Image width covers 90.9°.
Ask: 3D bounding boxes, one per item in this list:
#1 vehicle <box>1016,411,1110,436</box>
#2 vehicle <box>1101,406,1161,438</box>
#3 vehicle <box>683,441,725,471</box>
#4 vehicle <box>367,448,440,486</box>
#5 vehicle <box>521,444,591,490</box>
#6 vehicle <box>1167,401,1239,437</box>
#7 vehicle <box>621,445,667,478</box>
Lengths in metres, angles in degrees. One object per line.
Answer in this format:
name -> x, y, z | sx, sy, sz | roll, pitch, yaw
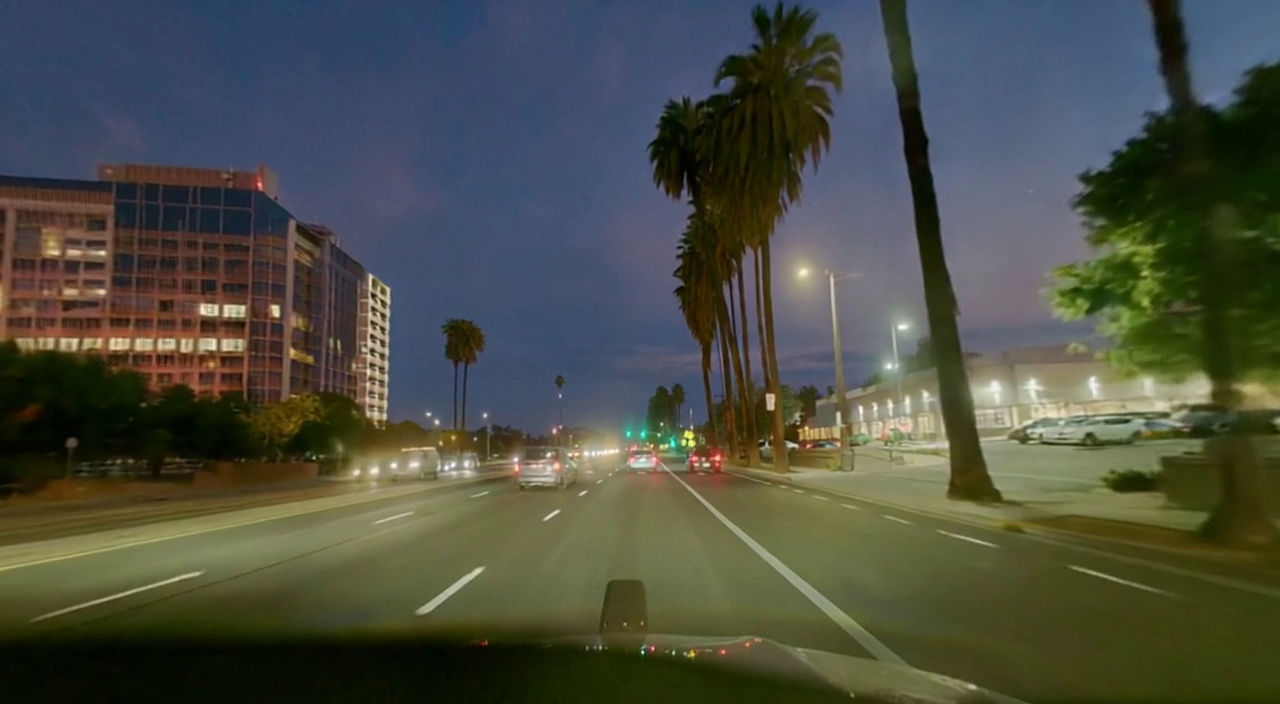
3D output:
vehicle -> 27.791, 4.772, 41.569 | 1.663, 1.499, 4.774 | 5, -10, -31
vehicle -> 24.341, 3.551, 31.373 | 1.815, 1.441, 3.985 | -6, -10, 31
vehicle -> 4.018, 6.603, 40.175 | 2.108, 1.785, 4.334 | 0, -8, -1
vehicle -> -11.521, 5.596, 31.064 | 1.886, 1.706, 4.209 | -1, -9, 1
vehicle -> -3.006, 4.235, 23.593 | 1.908, 1.505, 4.369 | -1, -9, 2
vehicle -> 27.577, 3.366, 31.001 | 1.781, 1.592, 3.879 | -5, -10, 30
vehicle -> 0.198, 5.411, 31.360 | 2.147, 1.507, 3.953 | 0, -8, 0
